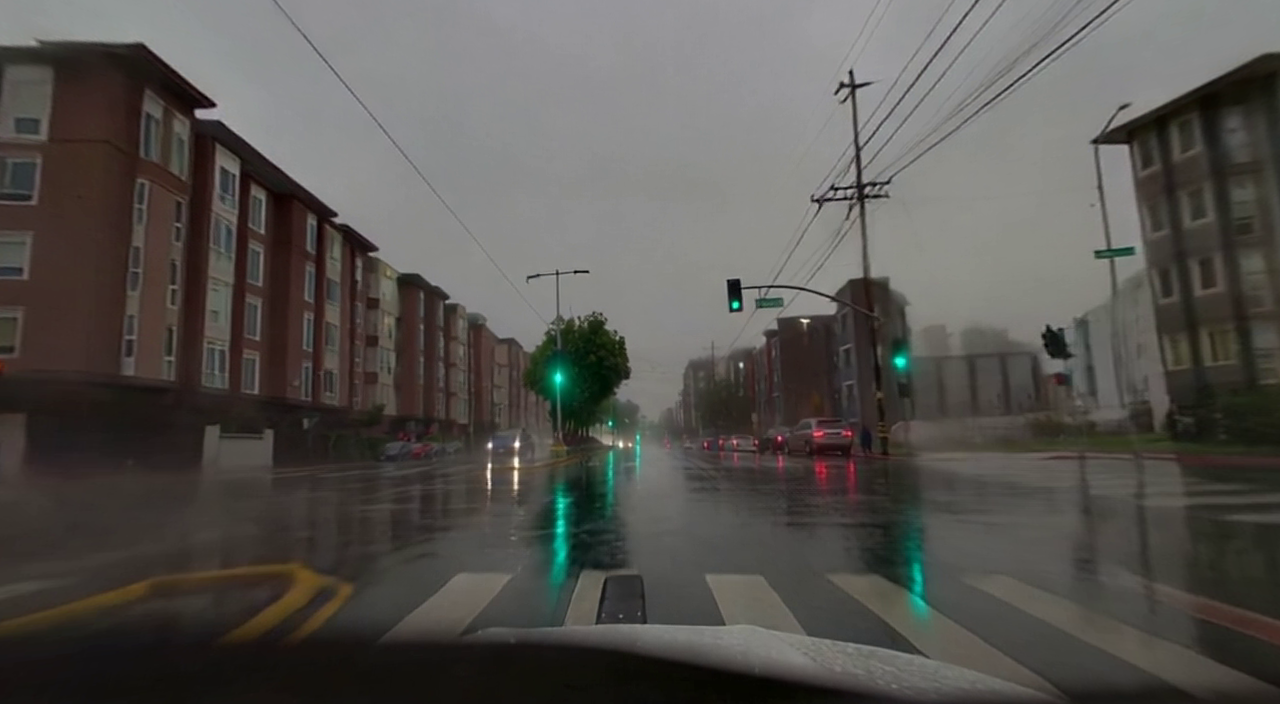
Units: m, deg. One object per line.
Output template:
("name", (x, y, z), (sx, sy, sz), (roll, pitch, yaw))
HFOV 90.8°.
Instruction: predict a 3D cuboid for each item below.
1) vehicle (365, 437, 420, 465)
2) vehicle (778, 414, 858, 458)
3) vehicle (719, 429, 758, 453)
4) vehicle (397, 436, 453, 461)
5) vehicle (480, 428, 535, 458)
("vehicle", (-14.886, 5.917, 38.184), (1.879, 1.507, 3.745), (0, -6, -2))
("vehicle", (7.414, 3.578, 26.864), (1.996, 1.704, 4.490), (0, -8, -1))
("vehicle", (7.297, 6.662, 47.424), (2.143, 1.731, 4.781), (0, -8, 0))
("vehicle", (-14.886, 6.708, 44.014), (2.124, 1.626, 4.908), (0, -8, 1))
("vehicle", (-7.471, 5.165, 36.046), (2.180, 1.608, 4.321), (0, -8, 0))
